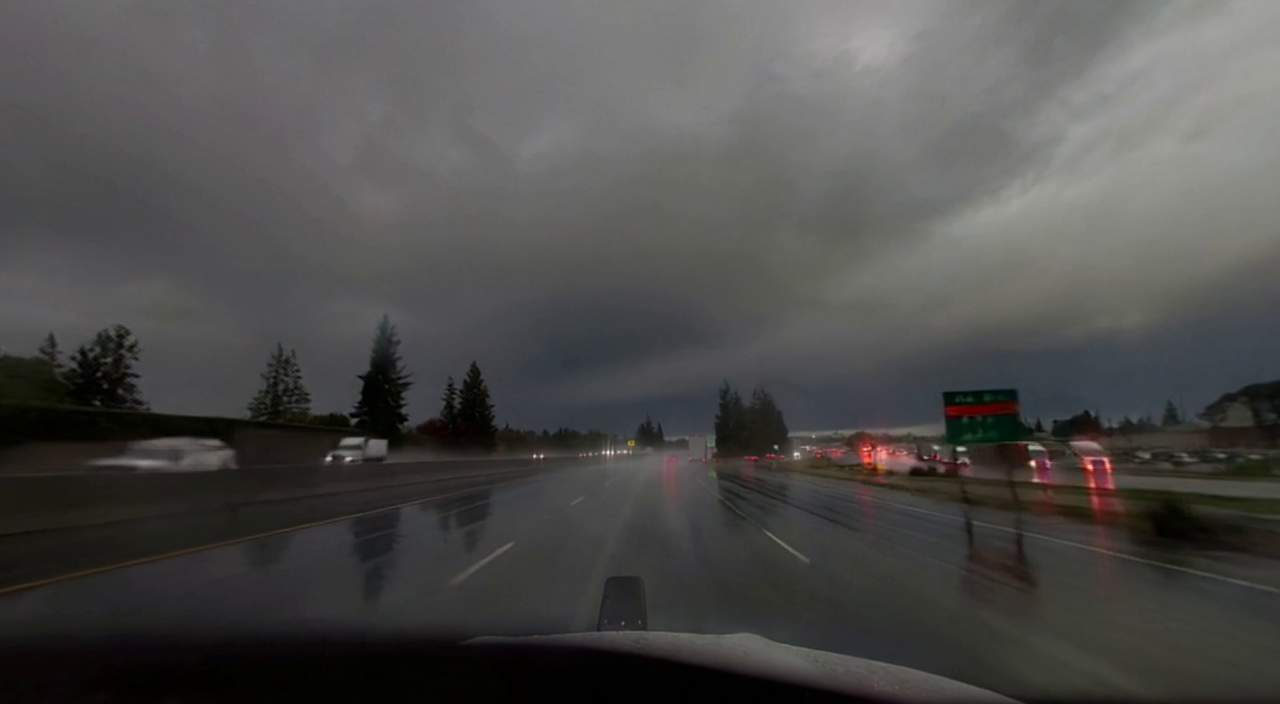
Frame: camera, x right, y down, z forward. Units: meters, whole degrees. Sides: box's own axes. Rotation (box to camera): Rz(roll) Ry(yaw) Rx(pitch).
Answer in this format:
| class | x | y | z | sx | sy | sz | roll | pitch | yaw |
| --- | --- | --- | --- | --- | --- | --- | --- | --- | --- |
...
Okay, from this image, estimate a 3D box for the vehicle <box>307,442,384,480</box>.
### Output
| class | x | y | z | sx | sy | sz | roll | pitch | yaw |
| --- | --- | --- | --- | --- | --- | --- | --- | --- | --- |
| vehicle | -17.709 | 6.569 | 38.237 | 2.080 | 2.108 | 4.885 | -1 | -9 | 3 |
